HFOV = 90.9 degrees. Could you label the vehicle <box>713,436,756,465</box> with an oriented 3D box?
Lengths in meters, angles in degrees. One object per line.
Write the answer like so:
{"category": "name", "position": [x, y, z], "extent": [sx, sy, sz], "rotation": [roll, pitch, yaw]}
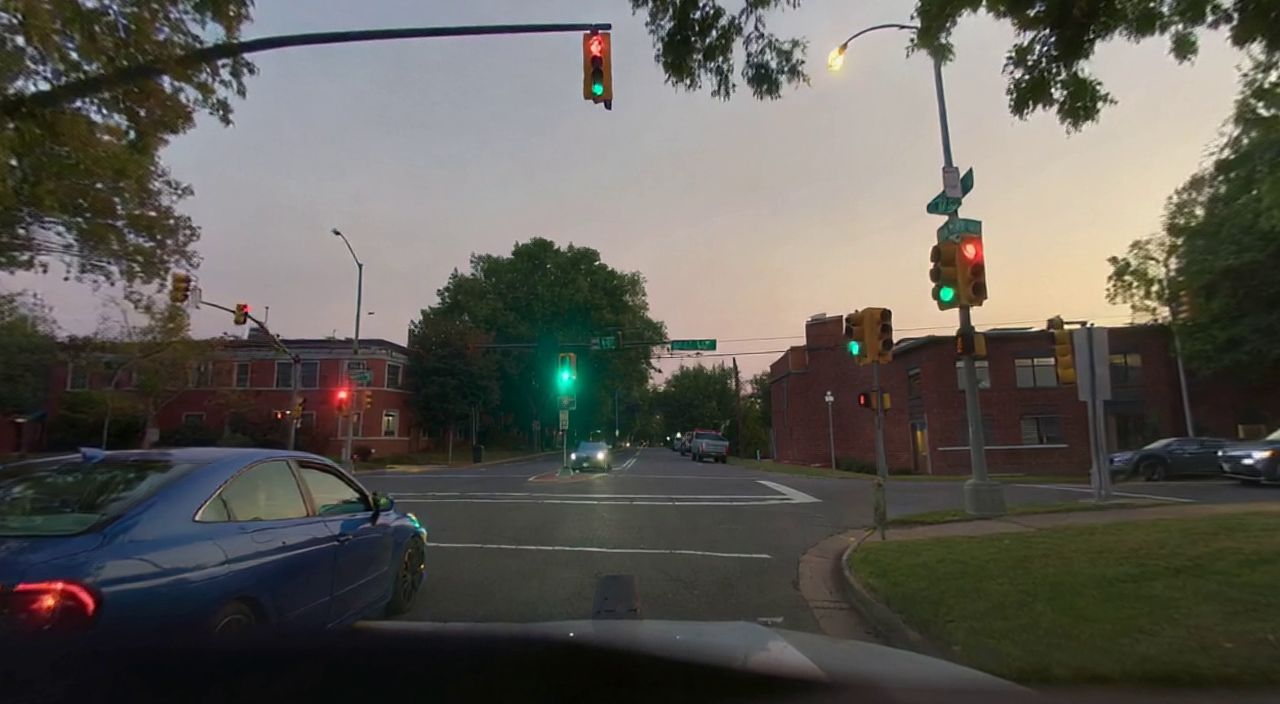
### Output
{"category": "vehicle", "position": [6.921, 7.189, 46.184], "extent": [1.491, 2.041, 2.964], "rotation": [6, -9, -33]}

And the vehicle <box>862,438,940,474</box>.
{"category": "vehicle", "position": [12.397, 5.041, 30.269], "extent": [1.922, 1.529, 3.964], "rotation": [0, -12, -1]}

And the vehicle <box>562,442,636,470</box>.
{"category": "vehicle", "position": [-2.448, 6.152, 37.556], "extent": [3.991, 1.526, 1.868], "rotation": [-4, -9, 30]}

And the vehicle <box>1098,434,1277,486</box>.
{"category": "vehicle", "position": [16.807, 3.321, 19.510], "extent": [3.876, 1.512, 1.784], "rotation": [0, -8, -1]}
